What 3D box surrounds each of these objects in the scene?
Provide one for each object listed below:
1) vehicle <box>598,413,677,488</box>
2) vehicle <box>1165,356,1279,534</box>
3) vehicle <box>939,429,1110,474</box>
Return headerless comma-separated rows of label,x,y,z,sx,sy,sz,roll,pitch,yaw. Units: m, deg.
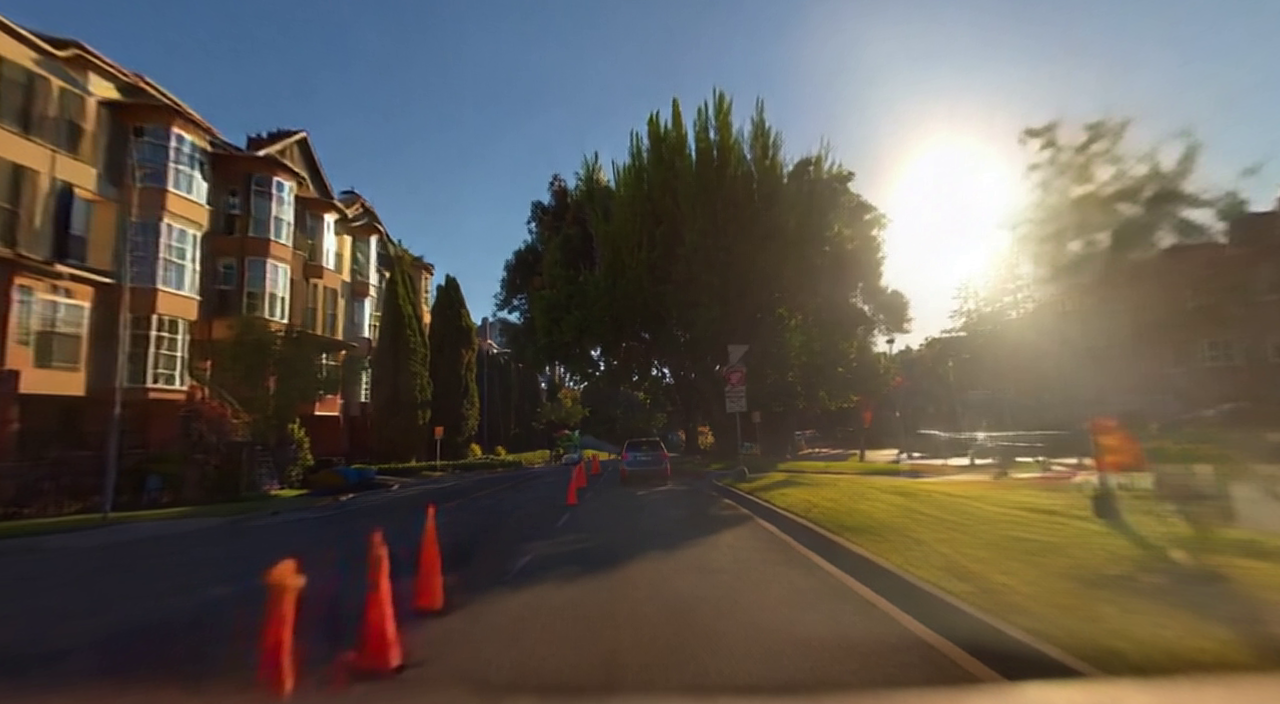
vehicle,-0.106,3.079,19.903,2.169,2.015,5.206,0,-8,-1
vehicle,9.606,0.906,6.548,2.253,2.306,6.753,0,-10,-2
vehicle,13.117,3.431,21.842,4.567,1.448,1.890,-1,-8,8
